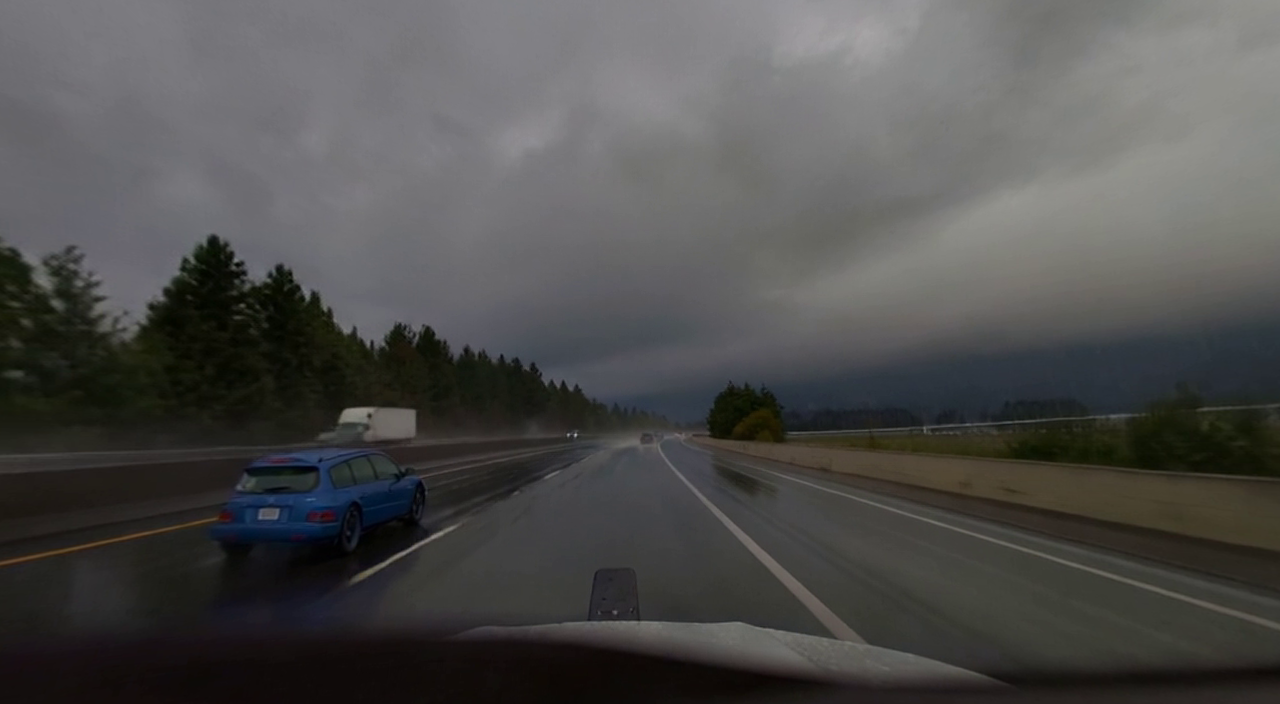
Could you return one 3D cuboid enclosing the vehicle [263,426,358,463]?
[{"bbox_3d":[-16.834,4.746,32.586,1.990,1.748,5.262,0,-7,1],"label":"vehicle"}]

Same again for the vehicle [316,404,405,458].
[{"bbox_3d":[-16.766,4.824,38.314,2.504,2.967,5.931,0,-7,1],"label":"vehicle"}]
